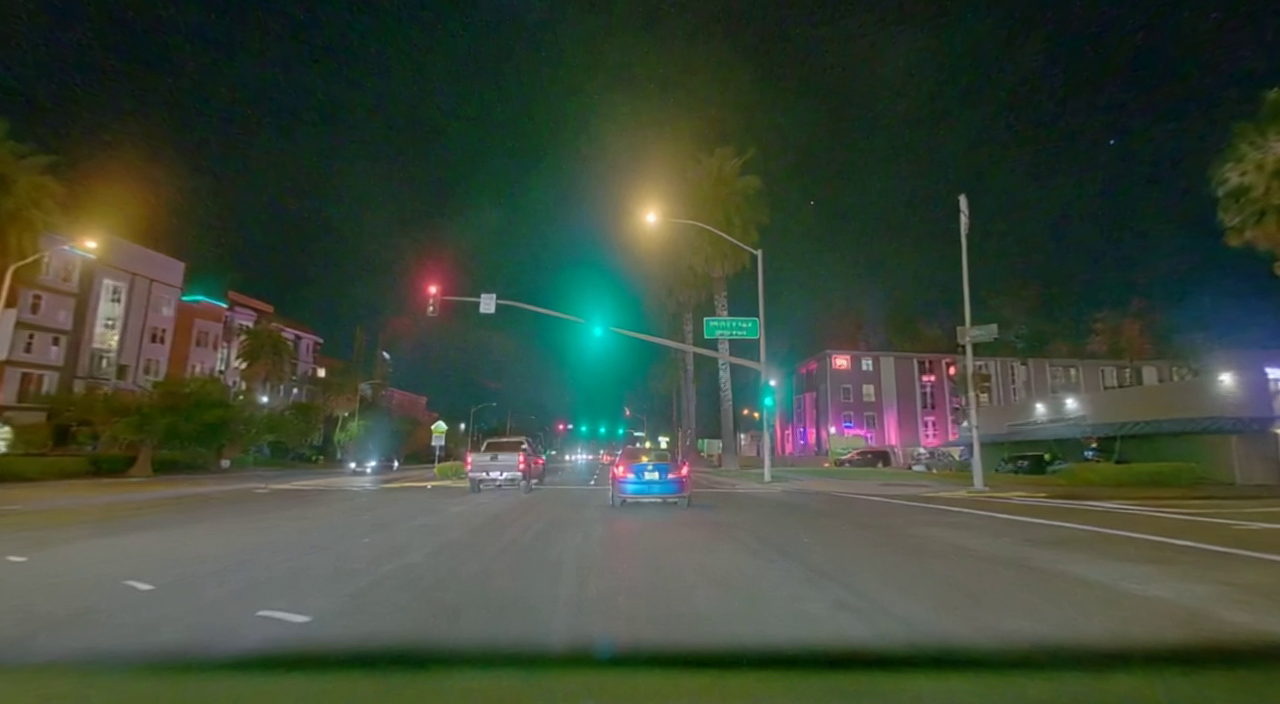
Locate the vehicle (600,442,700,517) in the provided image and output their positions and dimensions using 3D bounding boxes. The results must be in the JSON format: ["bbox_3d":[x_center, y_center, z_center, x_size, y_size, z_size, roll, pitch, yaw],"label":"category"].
[{"bbox_3d":[0.172,3.018,15.452,2.122,1.562,4.152,0,-9,-1],"label":"vehicle"}]

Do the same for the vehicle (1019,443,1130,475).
[{"bbox_3d":[23.623,5.785,34.253,1.908,1.626,4.559,8,-12,-44],"label":"vehicle"}]

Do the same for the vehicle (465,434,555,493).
[{"bbox_3d":[-4.984,4.373,25.156,2.447,2.062,5.911,0,-8,-1],"label":"vehicle"}]
